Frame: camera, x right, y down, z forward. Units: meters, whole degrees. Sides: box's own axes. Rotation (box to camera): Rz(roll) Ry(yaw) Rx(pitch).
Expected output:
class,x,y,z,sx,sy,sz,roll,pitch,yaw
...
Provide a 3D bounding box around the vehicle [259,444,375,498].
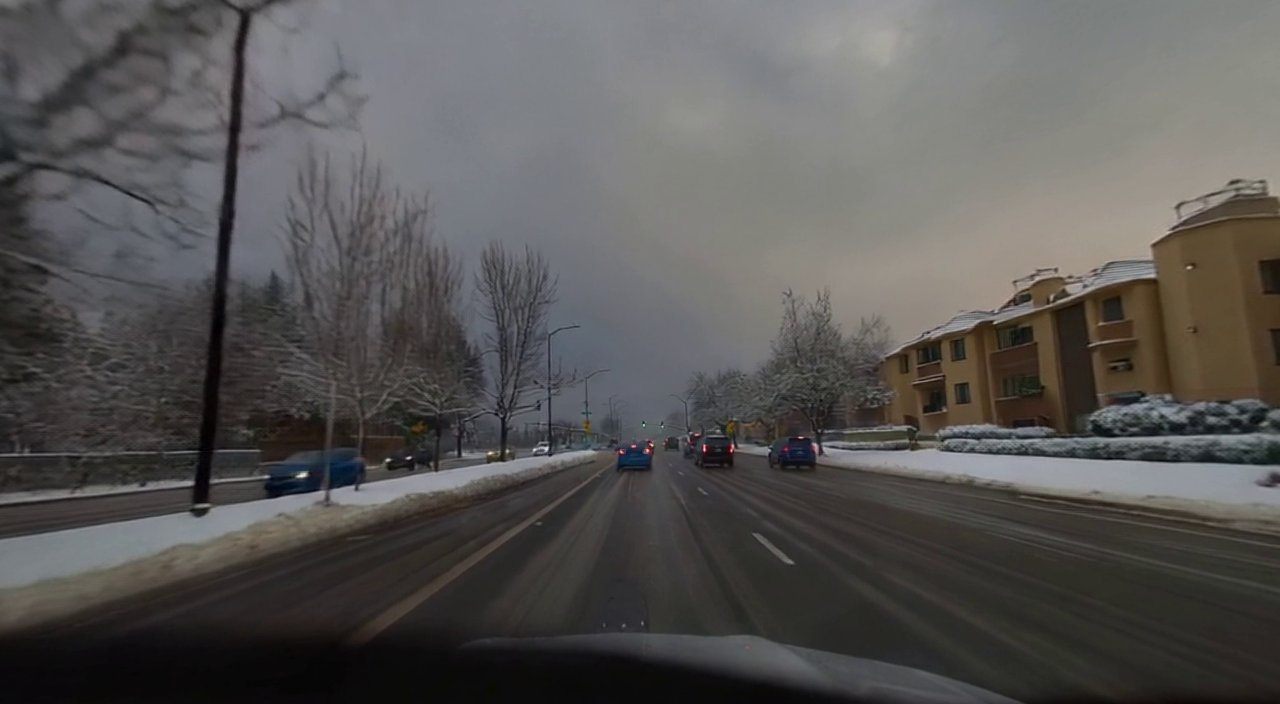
class,x,y,z,sx,sy,sz,roll,pitch,yaw
vehicle,-10.366,3.801,20.584,1.728,1.560,3.779,0,-8,1

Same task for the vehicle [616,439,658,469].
class,x,y,z,sx,sy,sz,roll,pitch,yaw
vehicle,-0.111,5.396,33.505,2.102,1.481,3.907,0,-8,1

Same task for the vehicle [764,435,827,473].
class,x,y,z,sx,sy,sz,roll,pitch,yaw
vehicle,7.484,4.943,30.794,1.972,1.700,4.269,0,-8,0

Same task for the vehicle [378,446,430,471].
class,x,y,z,sx,sy,sz,roll,pitch,yaw
vehicle,-17.802,8.035,47.870,2.110,1.789,4.639,0,-8,1

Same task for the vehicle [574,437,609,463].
class,x,y,z,sx,sy,sz,roll,pitch,yaw
vehicle,-3.342,6.798,44.056,2.031,1.705,4.325,0,-8,1

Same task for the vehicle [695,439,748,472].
class,x,y,z,sx,sy,sz,roll,pitch,yaw
vehicle,3.930,5.053,31.082,2.067,1.514,4.188,0,-8,0
